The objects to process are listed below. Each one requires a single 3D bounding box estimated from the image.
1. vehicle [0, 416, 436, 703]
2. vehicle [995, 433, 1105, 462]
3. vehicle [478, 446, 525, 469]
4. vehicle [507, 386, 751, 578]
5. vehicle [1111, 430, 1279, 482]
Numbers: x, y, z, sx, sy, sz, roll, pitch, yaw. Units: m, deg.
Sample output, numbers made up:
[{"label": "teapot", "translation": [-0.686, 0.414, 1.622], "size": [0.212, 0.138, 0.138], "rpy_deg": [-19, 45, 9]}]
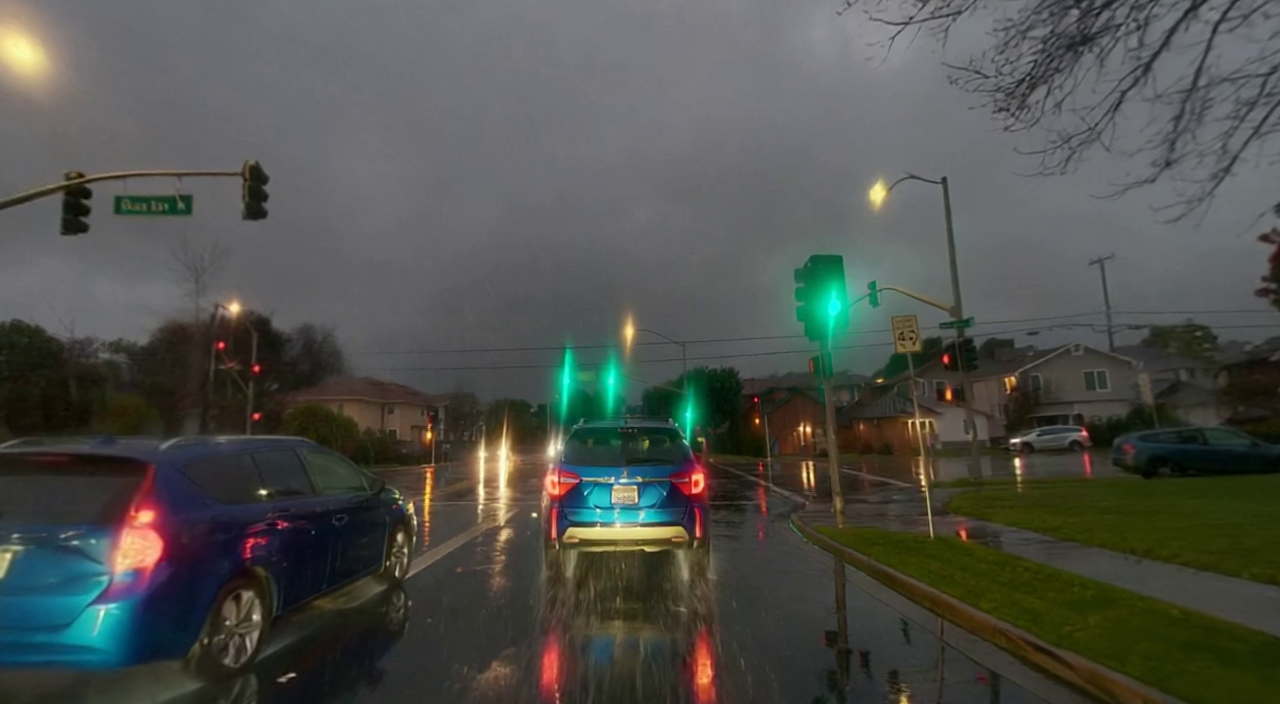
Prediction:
[{"label": "vehicle", "translation": [-3.323, 1.349, 5.051], "size": [1.934, 1.459, 4.368], "rpy_deg": [0, -8, 0]}, {"label": "vehicle", "translation": [21.348, 5.001, 33.109], "size": [4.353, 1.431, 1.876], "rpy_deg": [-2, -9, 14]}, {"label": "vehicle", "translation": [-9.429, 7.190, 43.352], "size": [2.028, 1.474, 4.637], "rpy_deg": [-1, -8, 2]}, {"label": "vehicle", "translation": [-0.172, 1.616, 8.617], "size": [2.396, 1.881, 4.606], "rpy_deg": [0, -8, -2]}, {"label": "vehicle", "translation": [17.226, 3.067, 18.775], "size": [4.715, 1.439, 1.874], "rpy_deg": [-2, -9, 14]}]
